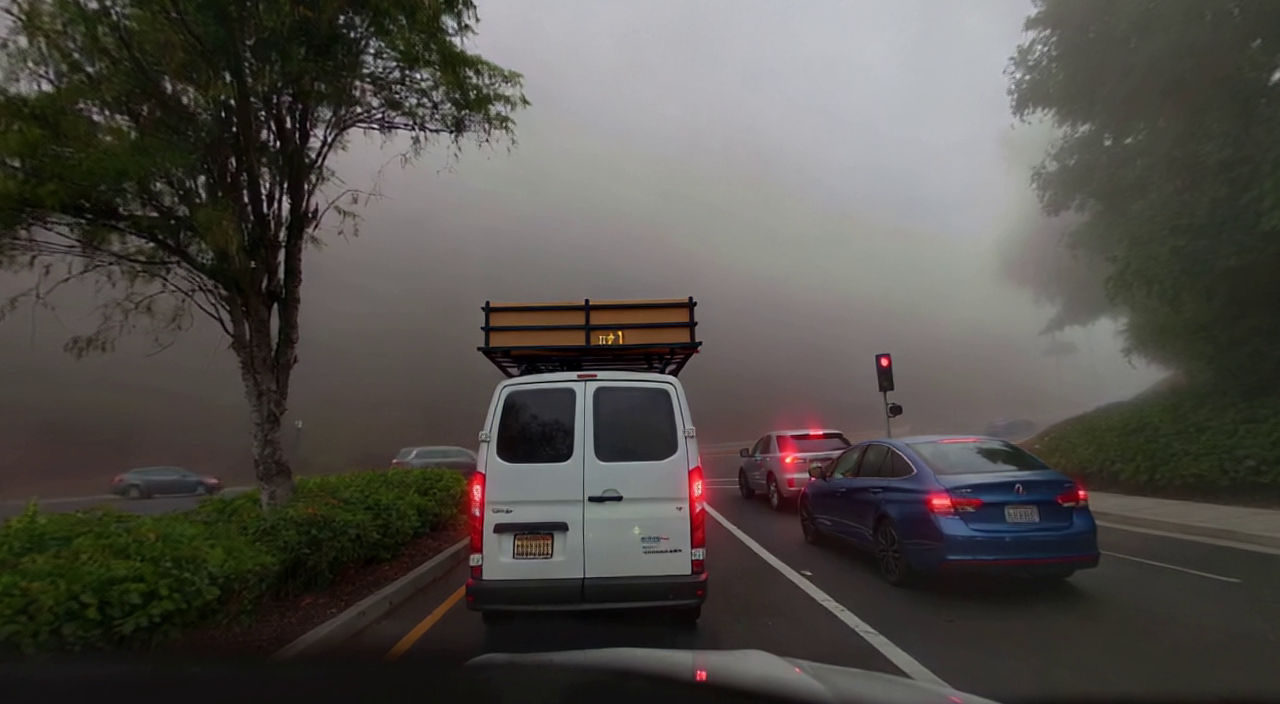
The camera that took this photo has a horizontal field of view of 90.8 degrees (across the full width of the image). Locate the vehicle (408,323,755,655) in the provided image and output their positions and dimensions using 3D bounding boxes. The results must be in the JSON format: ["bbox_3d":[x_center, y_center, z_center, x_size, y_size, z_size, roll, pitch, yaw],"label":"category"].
[{"bbox_3d":[-0.371,1.159,6.186,2.145,2.089,4.309,0,-9,0],"label":"vehicle"}]

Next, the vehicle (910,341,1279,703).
[{"bbox_3d":[3.443,0.940,3.400,1.965,1.671,4.146,0,-9,-3],"label":"vehicle"}]

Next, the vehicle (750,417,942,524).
[{"bbox_3d":[3.678,2.214,12.273,2.024,1.692,4.252,1,-9,-4],"label":"vehicle"}]

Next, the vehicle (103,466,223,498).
[{"bbox_3d":[-22.461,6.114,29.918,4.135,1.321,1.687,2,-9,-16],"label":"vehicle"}]
